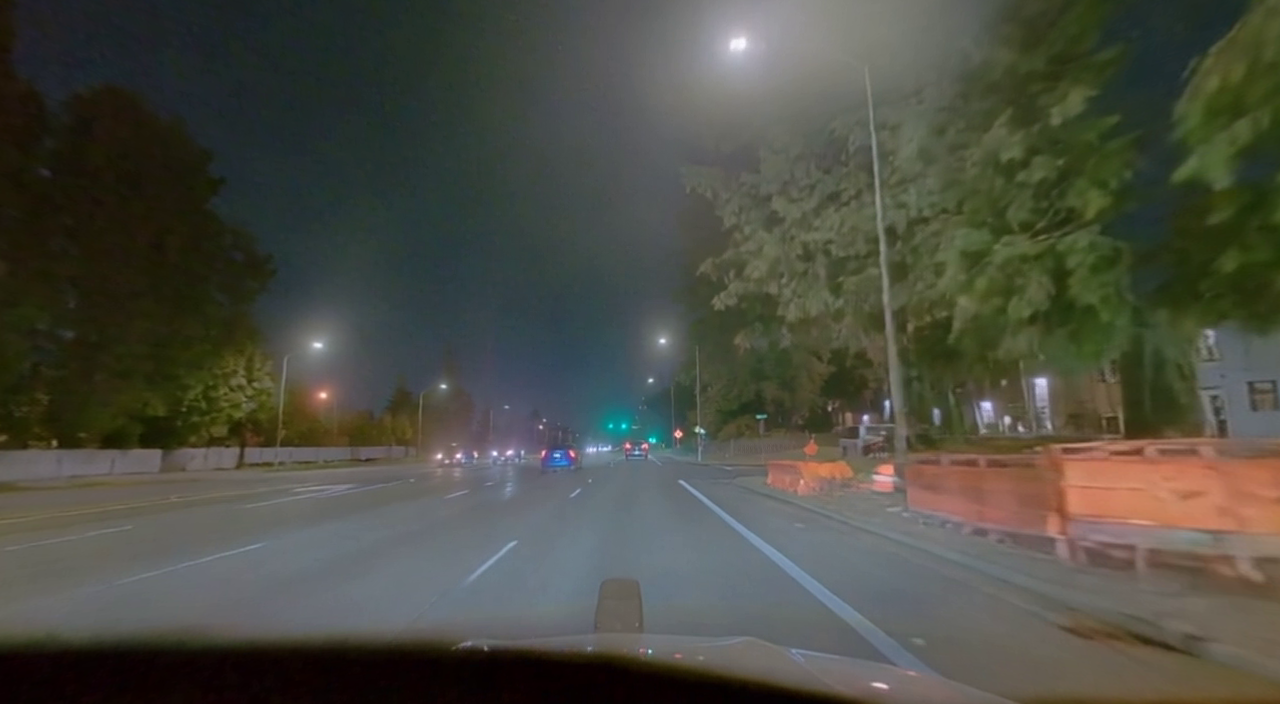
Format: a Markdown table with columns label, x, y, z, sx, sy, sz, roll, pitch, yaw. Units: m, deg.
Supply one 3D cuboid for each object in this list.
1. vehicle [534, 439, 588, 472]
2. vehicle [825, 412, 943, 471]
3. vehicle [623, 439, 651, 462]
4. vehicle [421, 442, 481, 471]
| label | x | y | z | sx | sy | sz | roll | pitch | yaw |
| --- | --- | --- | --- | --- | --- | --- | --- | --- | --- |
| vehicle | -4.203 | 5.595 | 34.345 | 2.198 | 1.663 | 4.519 | -1 | -8 | 2 |
| vehicle | 9.097 | 3.449 | 24.213 | 2.352 | 1.991 | 5.862 | 0 | -8 | 2 |
| vehicle | -0.263 | 7.706 | 49.501 | 2.135 | 1.711 | 4.124 | 0 | -8 | 0 |
| vehicle | -10.671 | 5.939 | 35.999 | 2.009 | 1.541 | 4.753 | 0 | -8 | -1 |
